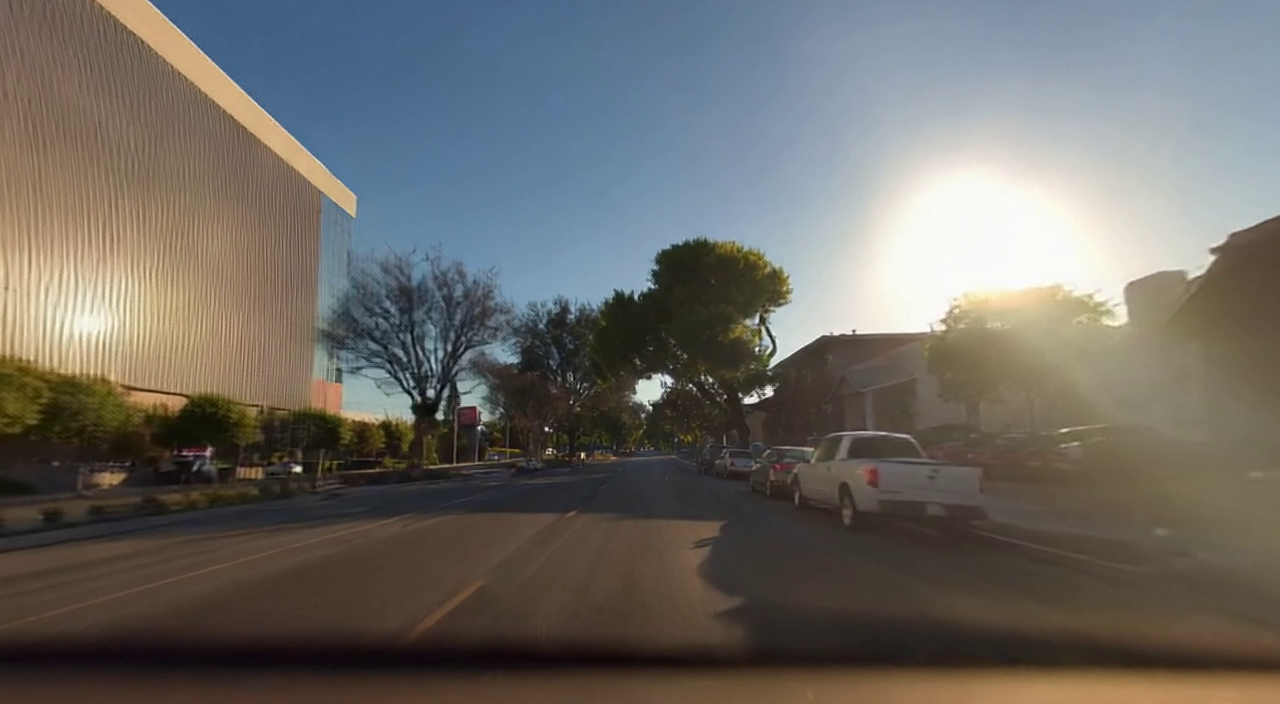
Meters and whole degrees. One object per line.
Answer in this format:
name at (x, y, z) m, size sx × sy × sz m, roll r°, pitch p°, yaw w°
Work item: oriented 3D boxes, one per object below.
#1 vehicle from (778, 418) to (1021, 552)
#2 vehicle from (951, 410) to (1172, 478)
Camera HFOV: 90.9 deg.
vehicle at (4.048, 2.170, 11.102) m, size 2.078 × 1.771 × 5.174 m, roll 0°, pitch -8°, yaw 0°
vehicle at (12.055, 2.692, 18.373) m, size 4.778 × 1.520 × 2.020 m, roll -5°, pitch -9°, yaw 7°
